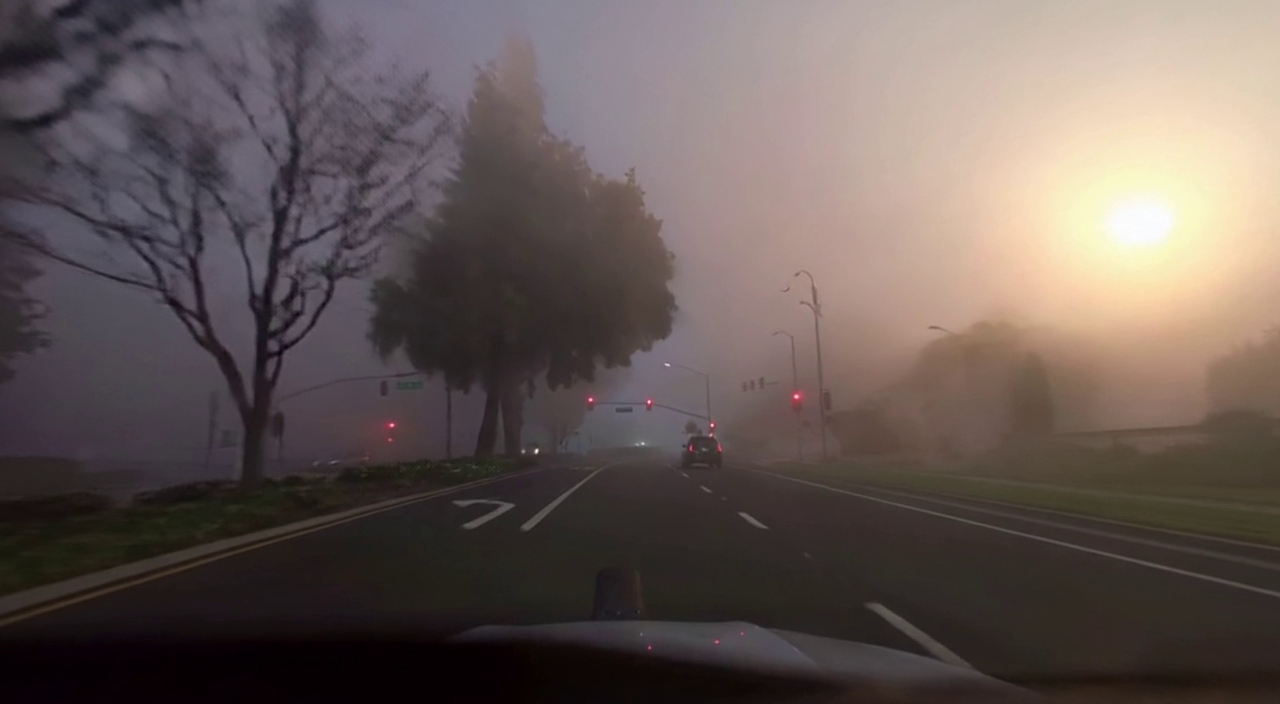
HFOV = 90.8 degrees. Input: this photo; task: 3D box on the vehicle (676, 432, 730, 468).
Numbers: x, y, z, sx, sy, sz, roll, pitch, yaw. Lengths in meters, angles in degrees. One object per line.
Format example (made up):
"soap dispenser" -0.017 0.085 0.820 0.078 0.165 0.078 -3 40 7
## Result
"vehicle" 3.321 5.328 34.294 2.229 1.795 4.927 0 -9 -2
